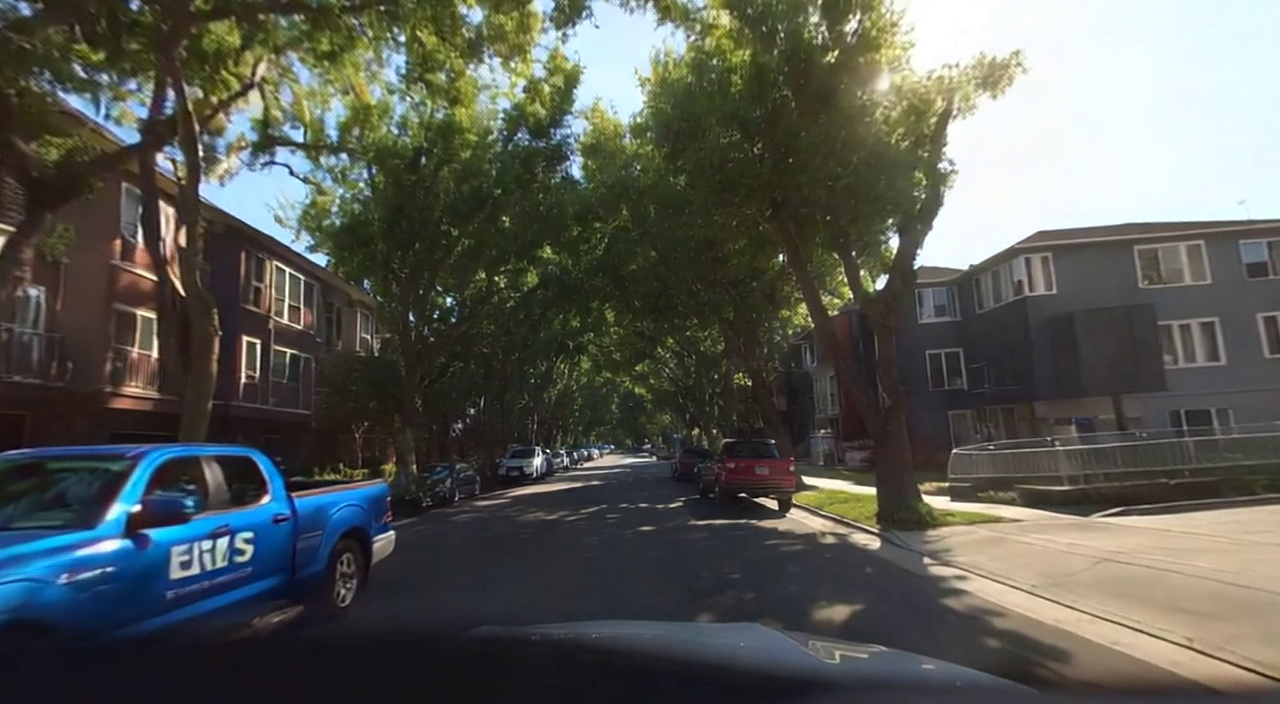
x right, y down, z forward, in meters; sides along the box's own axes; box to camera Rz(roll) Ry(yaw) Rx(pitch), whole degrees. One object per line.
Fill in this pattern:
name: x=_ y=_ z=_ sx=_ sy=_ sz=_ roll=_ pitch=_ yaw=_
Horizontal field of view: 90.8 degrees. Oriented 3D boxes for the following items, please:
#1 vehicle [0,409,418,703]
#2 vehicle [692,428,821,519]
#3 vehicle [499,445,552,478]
vehicle: x=-3.148 y=1.180 z=3.657 sx=1.966 sy=1.515 sz=4.394 roll=0 pitch=-8 yaw=2
vehicle: x=2.324 y=2.540 z=13.731 sx=1.878 sy=1.664 sz=4.033 roll=0 pitch=-8 yaw=-2
vehicle: x=-6.115 y=5.870 z=34.138 sx=1.959 sy=1.490 sz=4.361 roll=0 pitch=-7 yaw=1
